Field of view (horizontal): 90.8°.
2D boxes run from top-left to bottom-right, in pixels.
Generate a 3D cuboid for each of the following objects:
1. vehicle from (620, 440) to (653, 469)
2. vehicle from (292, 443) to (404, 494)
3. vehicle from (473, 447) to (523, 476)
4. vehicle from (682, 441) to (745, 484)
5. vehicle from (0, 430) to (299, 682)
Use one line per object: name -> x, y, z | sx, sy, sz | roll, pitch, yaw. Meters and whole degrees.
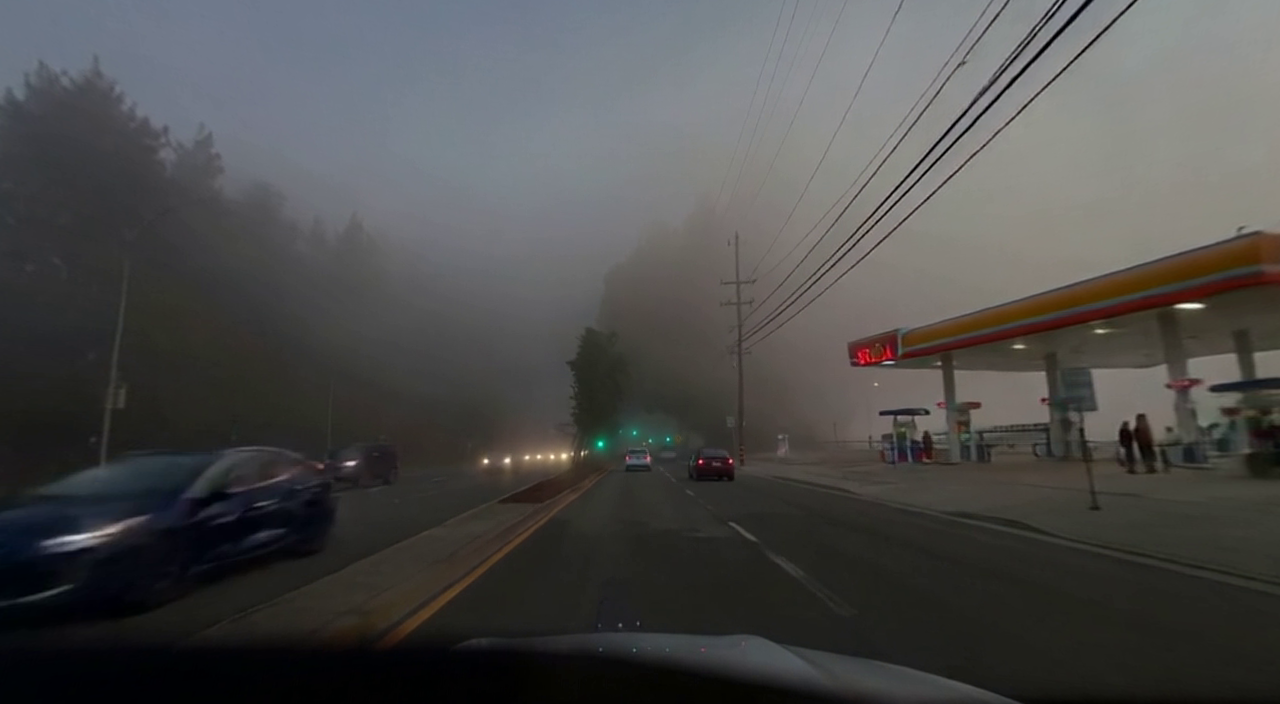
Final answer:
vehicle -> -0.253, 6.989, 43.226 | 2.163, 1.825, 4.073 | 0, -8, -1
vehicle -> -11.619, 4.617, 25.569 | 2.301, 1.827, 4.754 | 0, -8, -1
vehicle -> -8.536, 6.606, 38.339 | 2.085, 1.582, 4.305 | -1, -8, 0
vehicle -> 2.947, 4.504, 26.180 | 1.990, 1.592, 4.294 | 0, -8, -1
vehicle -> -4.851, 1.387, 4.885 | 2.032, 1.487, 4.413 | 0, -8, -1
